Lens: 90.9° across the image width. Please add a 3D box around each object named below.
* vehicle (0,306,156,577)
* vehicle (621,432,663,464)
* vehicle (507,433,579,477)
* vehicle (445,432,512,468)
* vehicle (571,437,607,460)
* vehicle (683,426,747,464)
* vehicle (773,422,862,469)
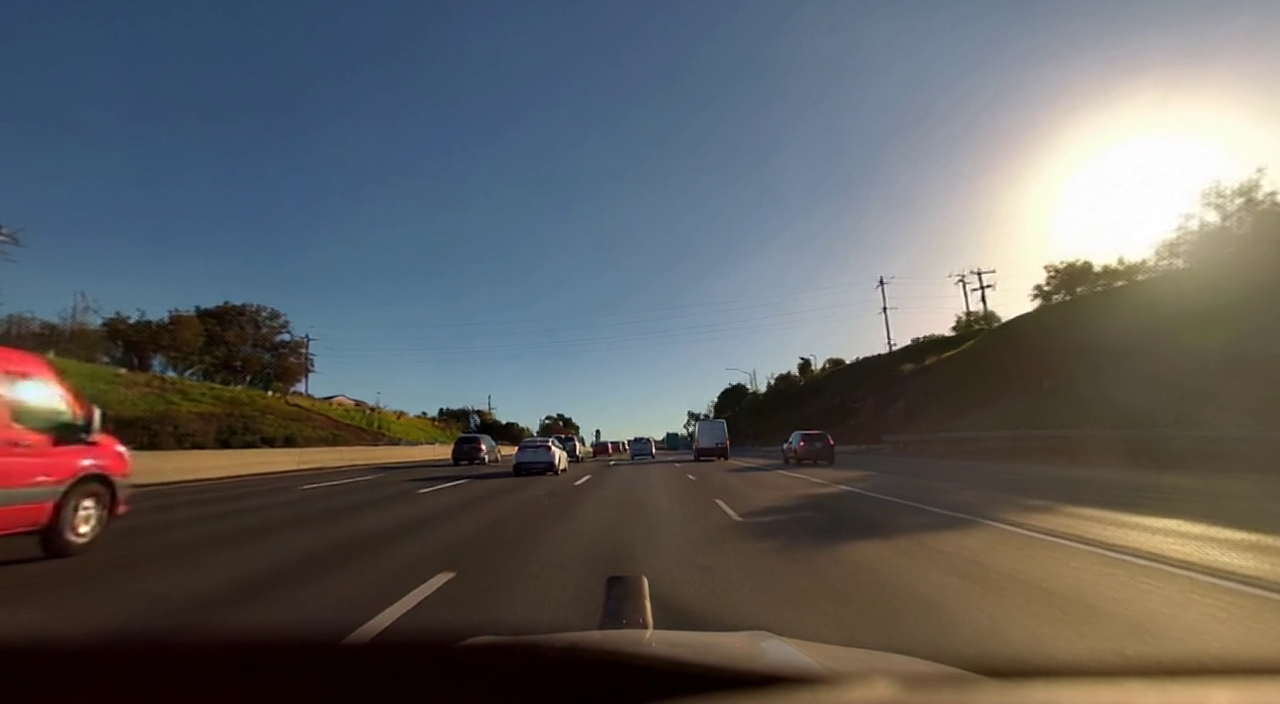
[{"bbox_3d":[-7.637,0.711,5.041,2.336,2.708,6.421,0,-8,0],"label":"vehicle"},{"bbox_3d":[0.126,5.163,34.085,2.115,1.617,4.102,0,-8,1],"label":"vehicle"},{"bbox_3d":[-3.501,3.790,23.465,1.970,1.483,4.071,0,-8,1],"label":"vehicle"},{"bbox_3d":[-7.652,4.691,30.312,1.961,1.562,4.301,0,-8,1],"label":"vehicle"},{"bbox_3d":[-3.390,6.515,42.742,1.987,1.466,4.341,0,-8,1],"label":"vehicle"},{"bbox_3d":[3.894,5.023,34.120,2.777,1.895,5.710,0,-8,0],"label":"vehicle"},{"bbox_3d":[7.619,4.139,27.857,2.304,1.840,5.706,0,-8,0],"label":"vehicle"}]
